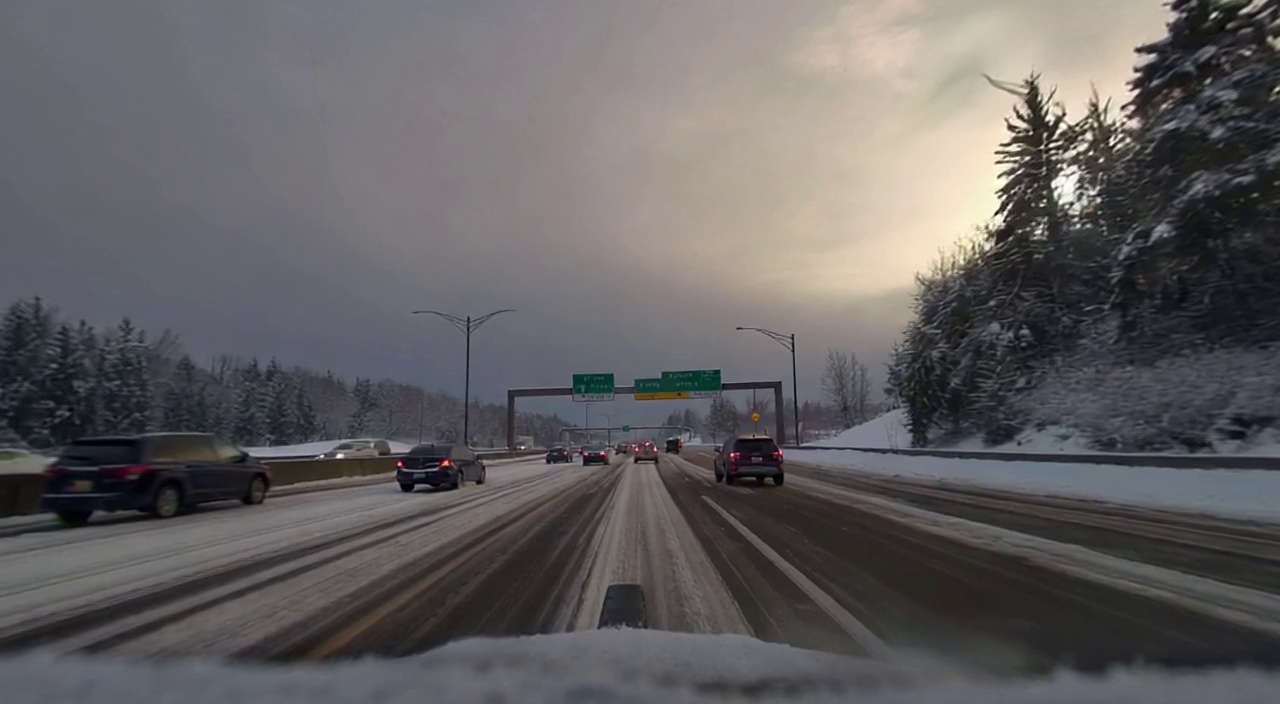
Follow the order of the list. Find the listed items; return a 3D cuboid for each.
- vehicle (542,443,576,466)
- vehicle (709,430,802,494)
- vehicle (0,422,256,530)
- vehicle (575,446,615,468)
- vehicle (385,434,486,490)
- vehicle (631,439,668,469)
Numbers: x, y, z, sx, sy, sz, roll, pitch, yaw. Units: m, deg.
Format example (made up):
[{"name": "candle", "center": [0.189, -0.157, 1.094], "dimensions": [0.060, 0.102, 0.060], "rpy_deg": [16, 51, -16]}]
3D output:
[{"name": "vehicle", "center": [-6.084, 7.721, 47.766], "dimensions": [1.992, 1.604, 3.966], "rpy_deg": [0, -8, 1]}, {"name": "vehicle", "center": [3.590, 3.505, 20.547], "dimensions": [2.083, 1.823, 4.627], "rpy_deg": [0, -8, -1]}, {"name": "vehicle", "center": [-11.130, 2.537, 13.604], "dimensions": [2.292, 1.848, 5.285], "rpy_deg": [0, -8, 0]}, {"name": "vehicle", "center": [-2.952, 7.012, 42.290], "dimensions": [2.205, 1.406, 4.286], "rpy_deg": [0, -8, 2]}, {"name": "vehicle", "center": [-6.691, 3.632, 21.149], "dimensions": [1.946, 1.688, 4.019], "rpy_deg": [0, -8, 1]}, {"name": "vehicle", "center": [0.580, 6.197, 38.508], "dimensions": [2.133, 1.739, 3.925], "rpy_deg": [0, -8, 1]}]
